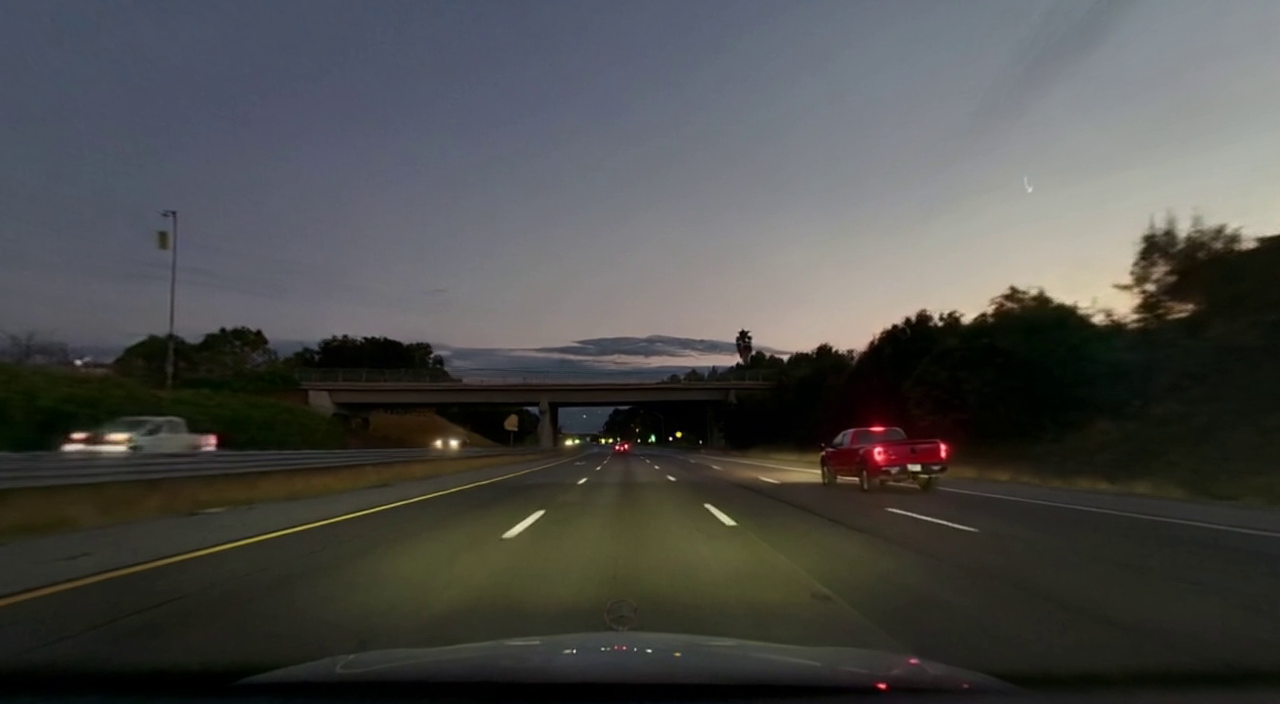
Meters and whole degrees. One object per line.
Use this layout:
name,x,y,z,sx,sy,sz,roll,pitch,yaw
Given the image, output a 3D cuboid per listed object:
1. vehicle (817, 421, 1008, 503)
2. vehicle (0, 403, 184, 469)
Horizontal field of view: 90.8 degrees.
vehicle,7.030,2.939,17.363,2.395,1.819,6.086,0,-9,-2
vehicle,-19.540,3.048,22.590,2.201,2.062,5.745,0,-9,-1
